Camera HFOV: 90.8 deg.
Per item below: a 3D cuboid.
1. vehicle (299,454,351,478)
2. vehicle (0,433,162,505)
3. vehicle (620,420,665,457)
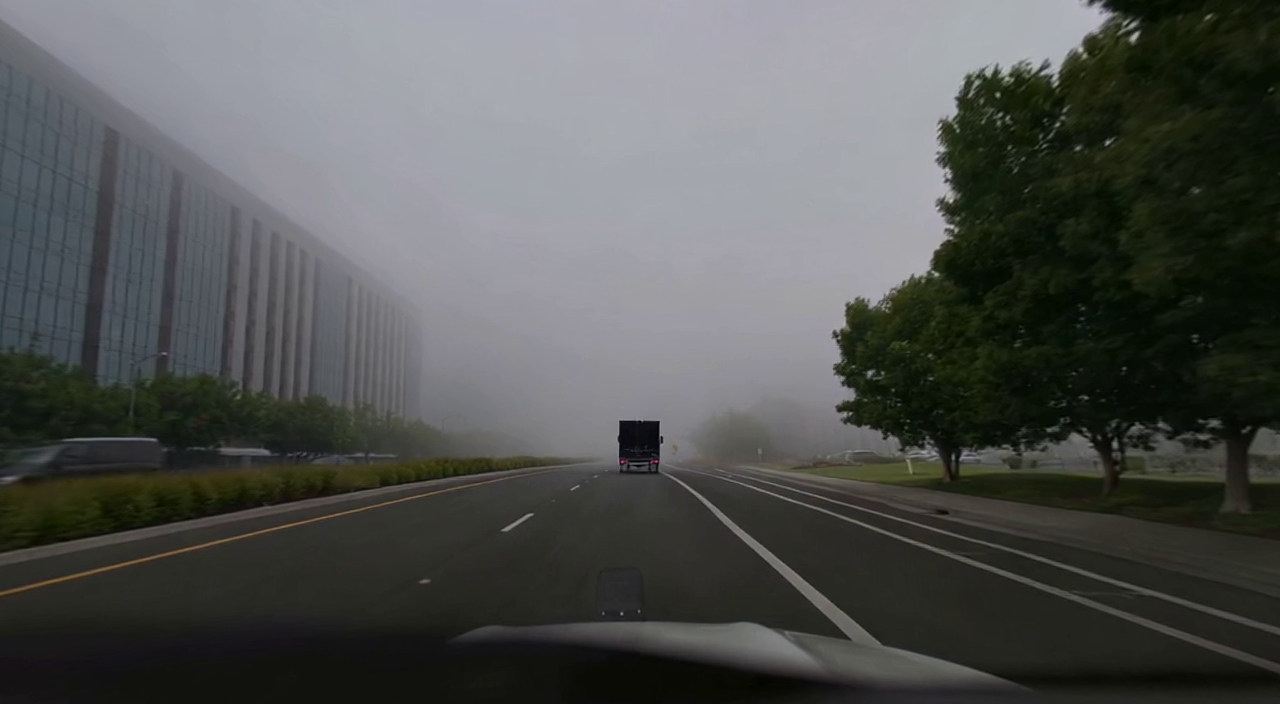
[{"bbox_3d":[-23.051,8.322,46.386,1.797,1.585,3.957,0,-8,0],"label":"vehicle"},{"bbox_3d":[-19.388,3.836,21.243,2.182,2.060,5.571,0,-8,0],"label":"vehicle"},{"bbox_3d":[0.052,4.594,33.364,2.178,1.829,4.932,0,-9,-1],"label":"vehicle"}]
